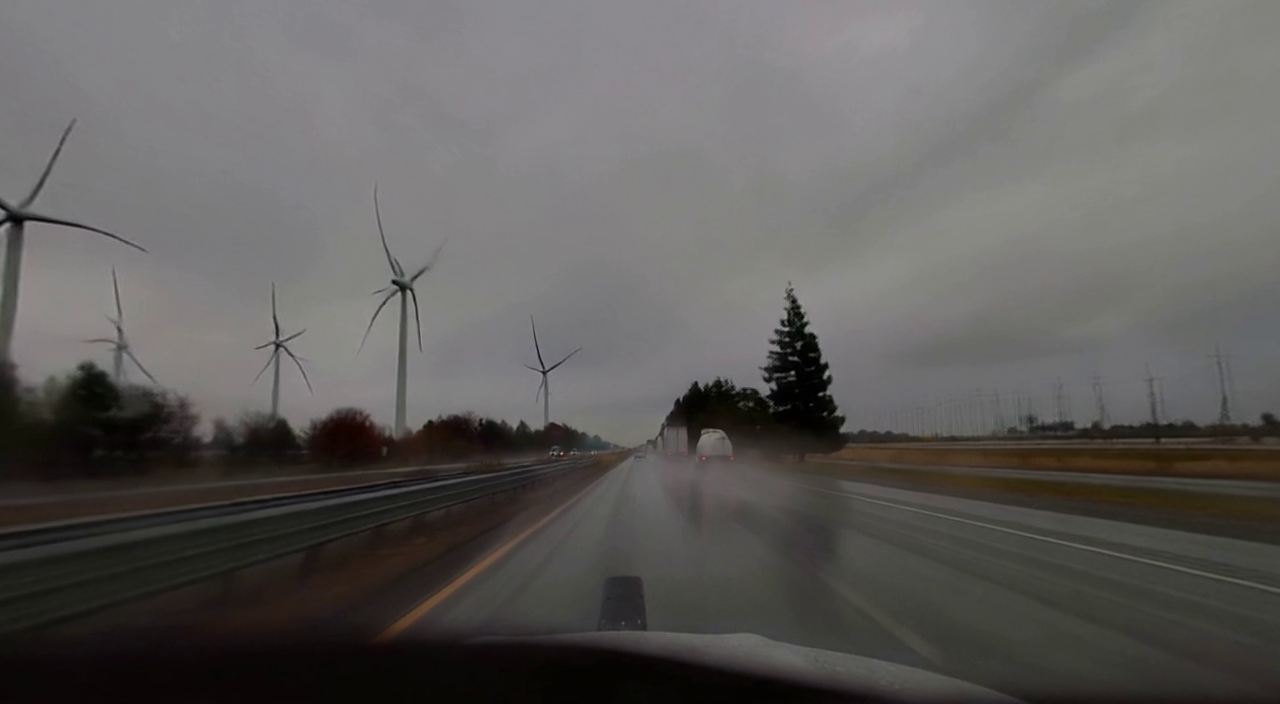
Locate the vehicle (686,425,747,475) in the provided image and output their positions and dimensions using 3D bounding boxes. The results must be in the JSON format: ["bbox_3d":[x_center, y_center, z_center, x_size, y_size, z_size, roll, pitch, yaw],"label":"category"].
[{"bbox_3d":[4.278,5.629,36.209,2.609,2.648,5.397,0,-9,-2],"label":"vehicle"}]
